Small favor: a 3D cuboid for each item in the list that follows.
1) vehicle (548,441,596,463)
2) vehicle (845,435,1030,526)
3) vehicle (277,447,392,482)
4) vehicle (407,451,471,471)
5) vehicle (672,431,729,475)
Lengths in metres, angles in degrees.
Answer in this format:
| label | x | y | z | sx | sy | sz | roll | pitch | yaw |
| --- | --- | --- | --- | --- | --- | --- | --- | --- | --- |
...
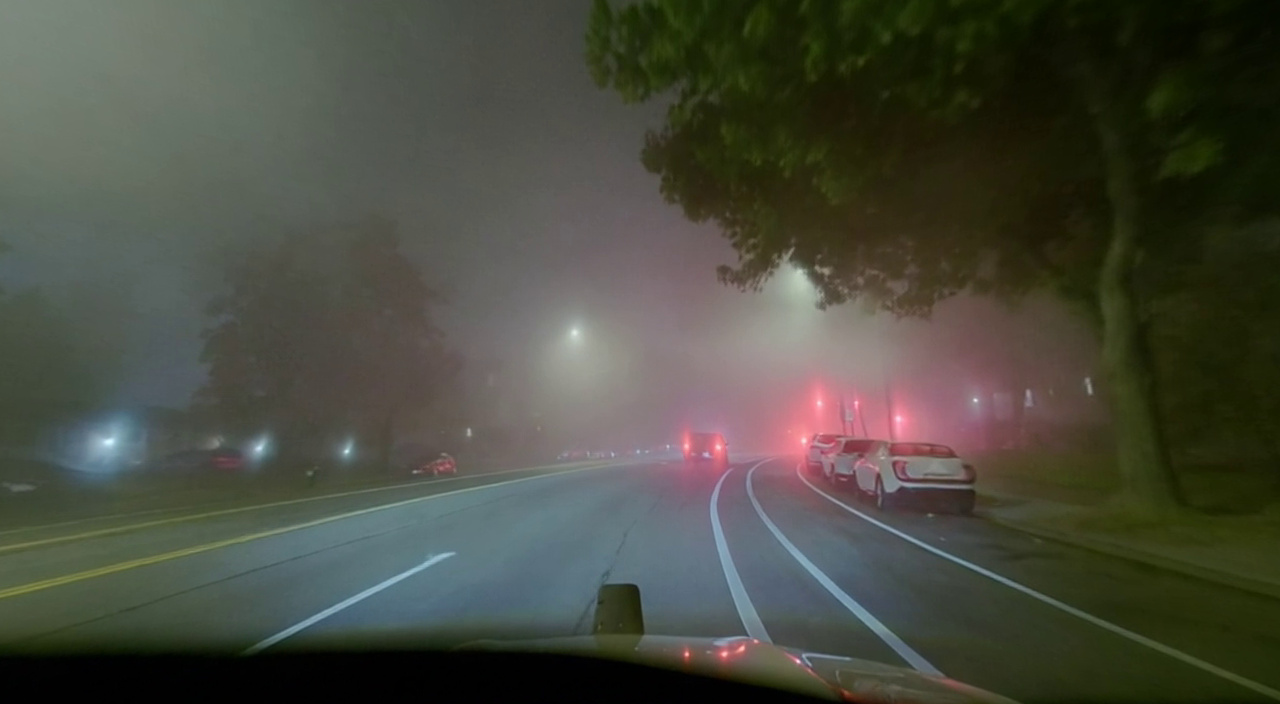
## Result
| label | x | y | z | sx | sy | sz | roll | pitch | yaw |
| --- | --- | --- | --- | --- | --- | --- | --- | --- | --- |
| vehicle | -5.098 | 7.599 | 48.195 | 1.918 | 1.508 | 4.353 | -3 | -8 | 19 |
| vehicle | 5.601 | 2.437 | 12.649 | 1.940 | 1.456 | 4.502 | -1 | -8 | 6 |
| vehicle | -18.360 | 6.773 | 38.103 | 5.953 | 1.868 | 2.049 | 0 | -10 | 9 |
| vehicle | -14.810 | 7.999 | 46.539 | 4.195 | 1.400 | 1.726 | -2 | -9 | 14 |
| vehicle | 2.645 | 4.213 | 26.655 | 1.852 | 1.680 | 4.488 | -2 | -9 | 12 |
